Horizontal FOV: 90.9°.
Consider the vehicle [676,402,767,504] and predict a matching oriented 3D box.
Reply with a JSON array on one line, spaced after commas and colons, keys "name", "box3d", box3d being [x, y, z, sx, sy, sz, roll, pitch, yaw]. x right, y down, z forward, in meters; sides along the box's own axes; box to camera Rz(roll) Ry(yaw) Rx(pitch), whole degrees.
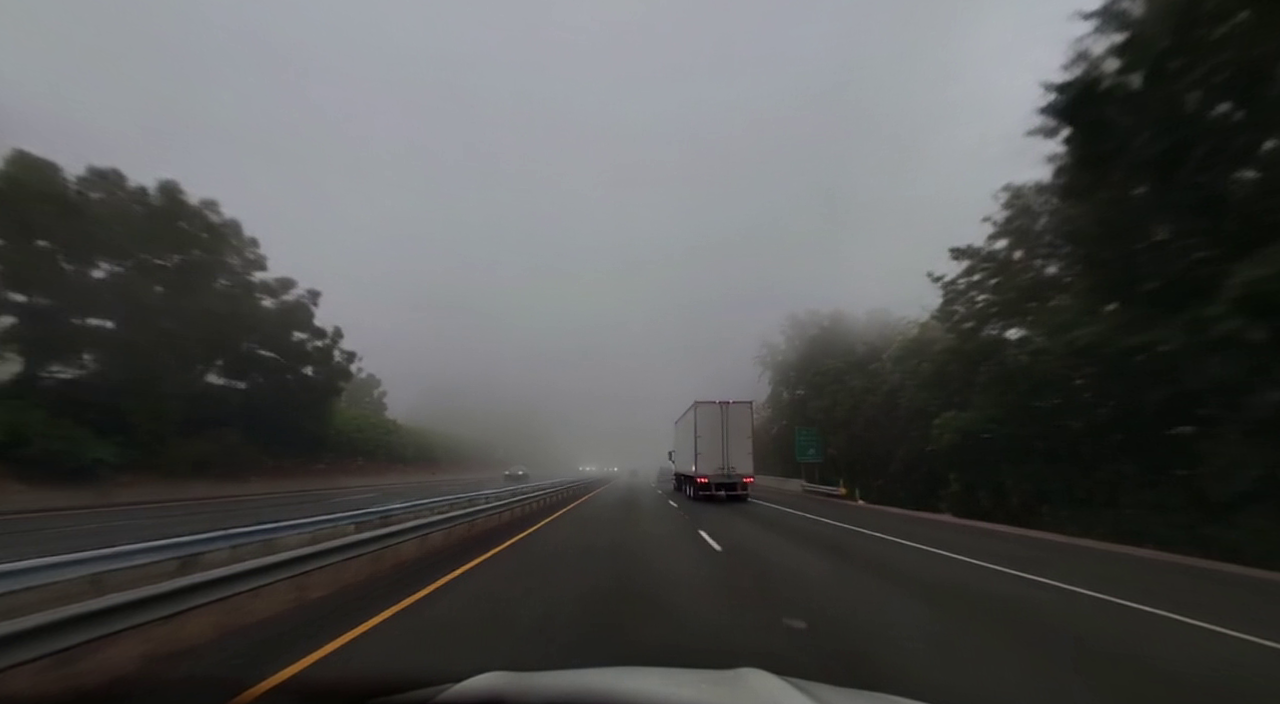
[{"name": "vehicle", "box3d": [3.695, 5.356, 32.613, 2.863, 4.088, 14.040, 1, -10, 0]}]
